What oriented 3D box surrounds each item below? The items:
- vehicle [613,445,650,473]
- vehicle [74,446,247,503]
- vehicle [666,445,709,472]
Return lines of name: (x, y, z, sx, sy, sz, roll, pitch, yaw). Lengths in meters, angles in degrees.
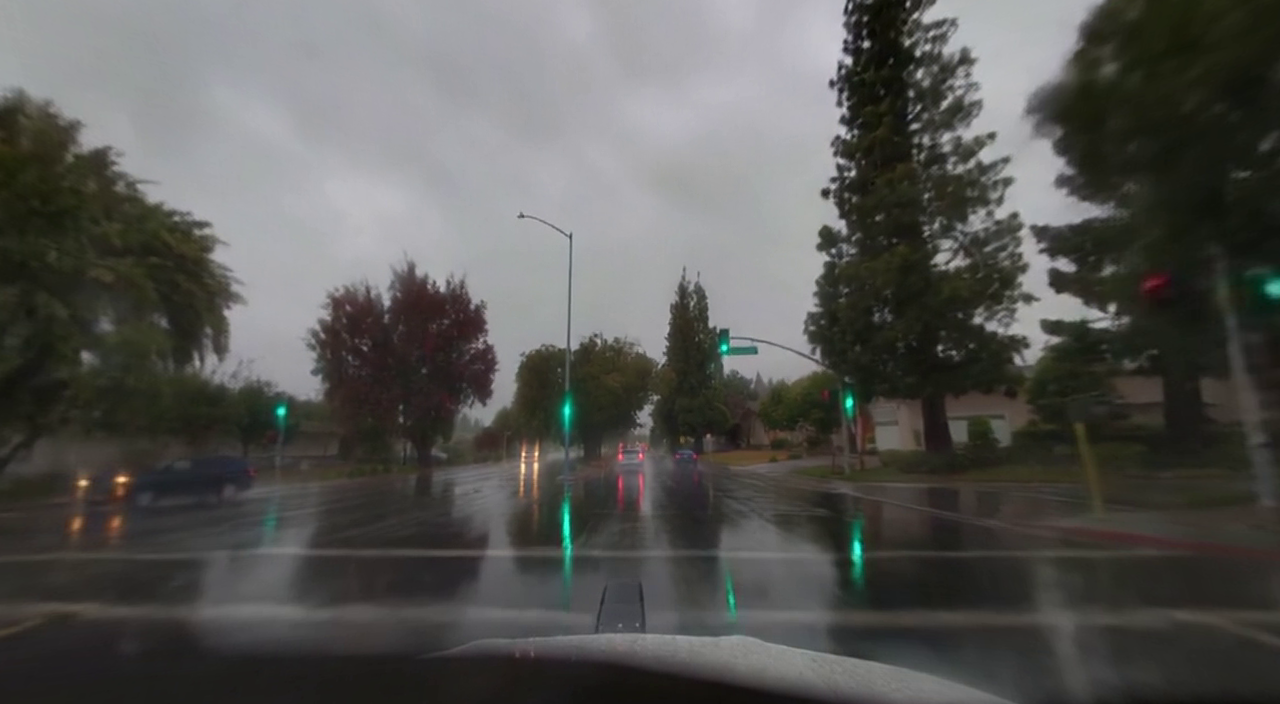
vehicle: (-0.528, 6.128, 36.539, 2.018, 1.511, 3.993, 0, -8, -1)
vehicle: (-18.419, 4.646, 24.515, 5.008, 1.940, 2.188, 6, -11, -38)
vehicle: (2.716, 6.272, 37.439, 2.057, 1.496, 4.401, 0, -8, -2)
